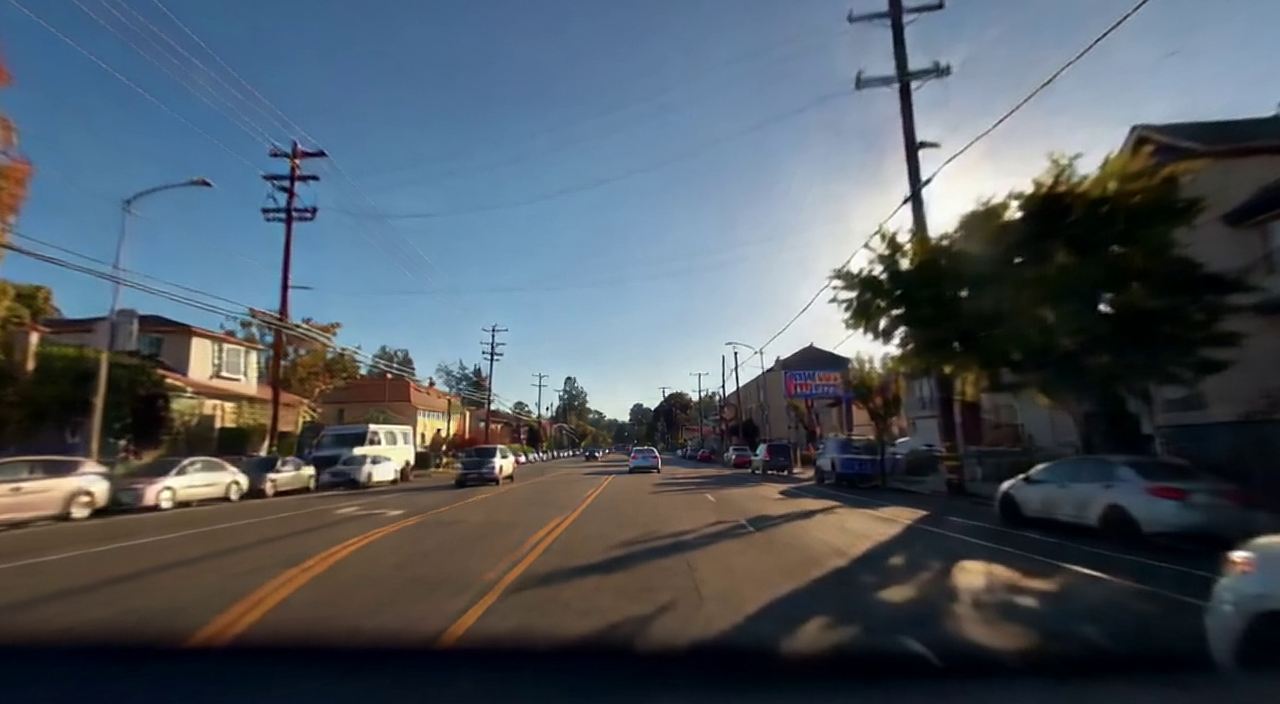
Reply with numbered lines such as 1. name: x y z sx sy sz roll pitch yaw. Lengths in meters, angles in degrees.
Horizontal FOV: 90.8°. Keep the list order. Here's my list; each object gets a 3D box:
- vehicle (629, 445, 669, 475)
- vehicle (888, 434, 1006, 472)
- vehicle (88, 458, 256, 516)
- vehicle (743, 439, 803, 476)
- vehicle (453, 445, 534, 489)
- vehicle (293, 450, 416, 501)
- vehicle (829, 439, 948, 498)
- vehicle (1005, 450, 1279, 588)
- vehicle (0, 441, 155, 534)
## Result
1. vehicle: 0.477 6.038 35.513 2.067 1.547 4.513 0 -8 0
2. vehicle: 15.397 5.088 31.912 4.698 1.815 2.342 0 -8 1
3. vehicle: -14.111 4.044 19.457 1.795 1.462 4.466 0 -8 -1
4. vehicle: 7.833 6.263 37.848 2.370 2.022 5.918 0 -8 1
5. vehicle: -5.958 4.711 26.349 2.213 1.626 4.736 0 -8 1
6. vehicle: -9.605 4.160 21.753 2.060 1.507 4.532 0 -8 1
7. vehicle: 8.044 3.782 21.013 2.003 1.723 4.654 0 -8 0
8. vehicle: 7.661 2.172 9.195 1.874 1.437 4.593 0 -8 -1
9. vehicle: -14.074 2.918 13.693 2.367 1.849 5.874 -2 -8 2
